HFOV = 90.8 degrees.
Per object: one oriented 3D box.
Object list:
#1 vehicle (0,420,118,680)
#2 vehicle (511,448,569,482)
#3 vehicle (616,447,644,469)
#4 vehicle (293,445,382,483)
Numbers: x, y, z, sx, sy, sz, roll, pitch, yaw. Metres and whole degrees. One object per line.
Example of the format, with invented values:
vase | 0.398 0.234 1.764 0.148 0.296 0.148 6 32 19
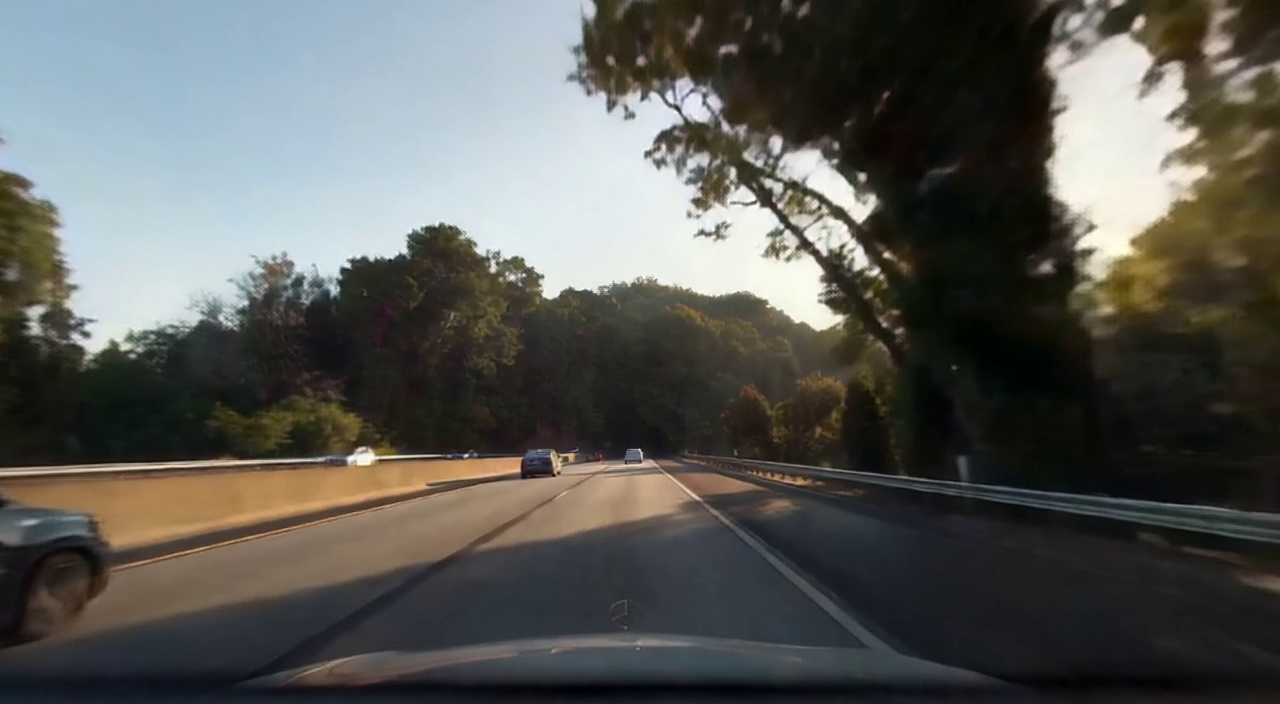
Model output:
vehicle | -4.687 0.955 2.305 1.838 1.508 4.317 0 -9 0
vehicle | -4.706 5.360 30.260 2.052 1.468 4.390 0 -9 0
vehicle | -0.820 8.215 48.859 2.070 1.603 4.806 0 -9 -2
vehicle | -13.071 4.857 27.595 1.741 1.507 4.346 0 -9 0
